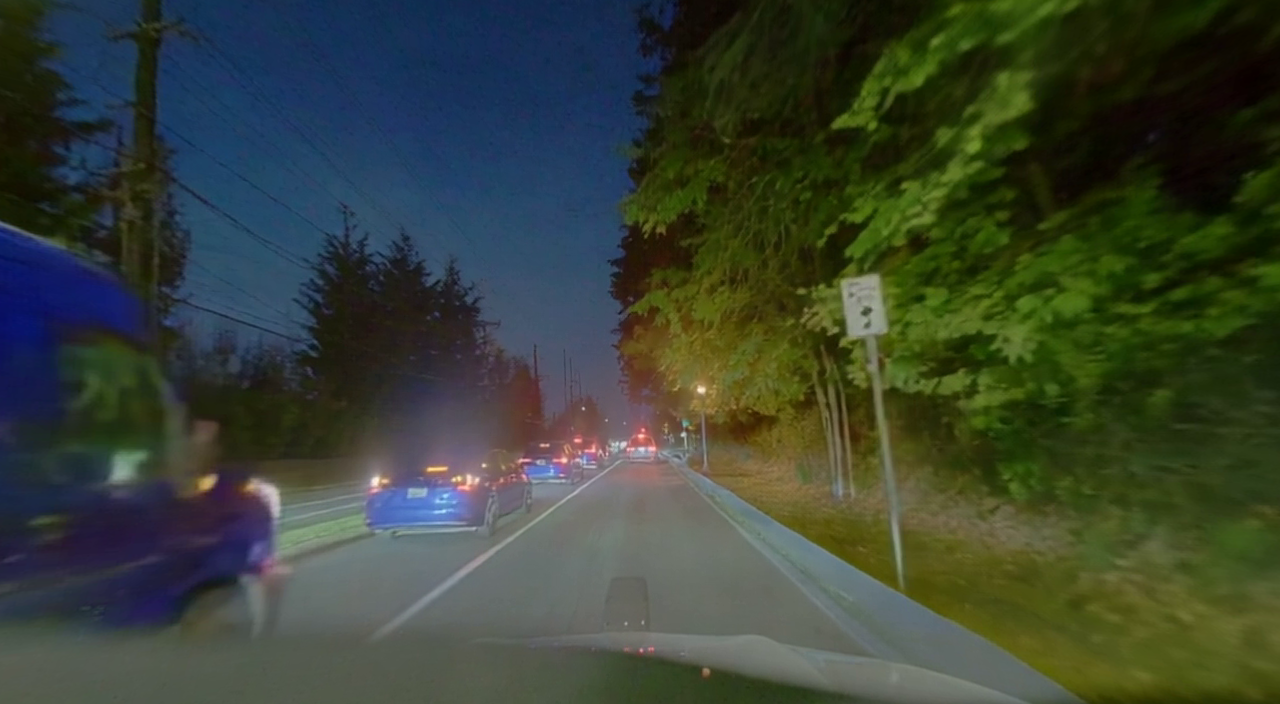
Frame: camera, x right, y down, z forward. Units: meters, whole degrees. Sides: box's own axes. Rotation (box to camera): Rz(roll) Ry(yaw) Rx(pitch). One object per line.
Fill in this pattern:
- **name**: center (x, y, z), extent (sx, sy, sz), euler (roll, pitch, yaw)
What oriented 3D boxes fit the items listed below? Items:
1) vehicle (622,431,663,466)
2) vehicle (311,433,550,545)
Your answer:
- **vehicle**: center (0.186, 5.575, 36.436), extent (2.241, 1.912, 4.095), euler (-1, -8, 2)
- **vehicle**: center (-3.157, 2.208, 10.930), extent (2.260, 1.465, 4.972), euler (-1, -8, 3)
